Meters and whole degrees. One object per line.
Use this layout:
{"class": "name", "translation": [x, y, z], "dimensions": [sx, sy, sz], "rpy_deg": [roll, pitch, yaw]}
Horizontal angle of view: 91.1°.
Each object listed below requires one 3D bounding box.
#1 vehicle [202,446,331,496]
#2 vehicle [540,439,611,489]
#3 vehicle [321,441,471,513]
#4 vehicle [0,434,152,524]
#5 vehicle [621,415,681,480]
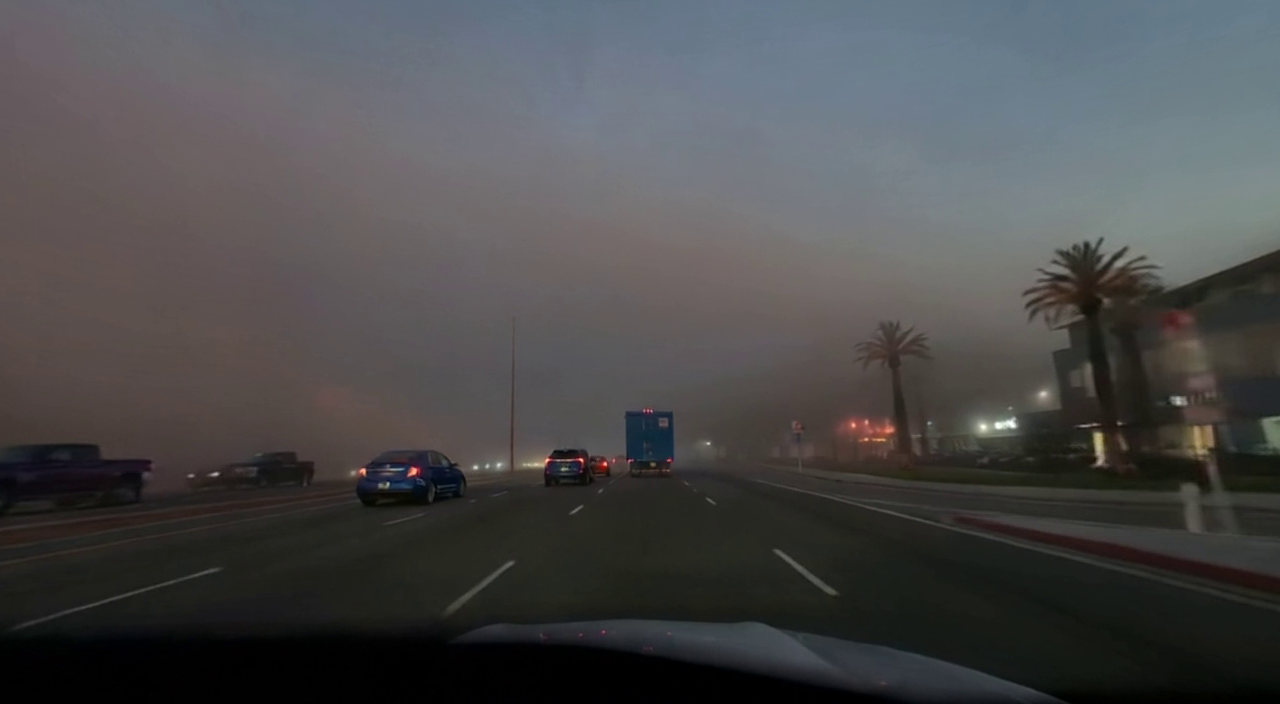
{"class": "vehicle", "translation": [-14.411, 4.595, 24.609], "dimensions": [2.100, 1.746, 4.662], "rpy_deg": [0, -9, 1]}
{"class": "vehicle", "translation": [-2.479, 4.490, 25.495], "dimensions": [2.178, 1.826, 4.933], "rpy_deg": [0, -9, 2]}
{"class": "vehicle", "translation": [-6.236, 3.231, 16.803], "dimensions": [2.045, 1.630, 4.680], "rpy_deg": [0, -9, 1]}
{"class": "vehicle", "translation": [-14.517, 2.938, 14.846], "dimensions": [2.010, 1.885, 4.606], "rpy_deg": [-1, -9, 4]}
{"class": "vehicle", "translation": [0.611, 5.248, 34.515], "dimensions": [2.993, 3.235, 6.692], "rpy_deg": [0, -9, 1]}
